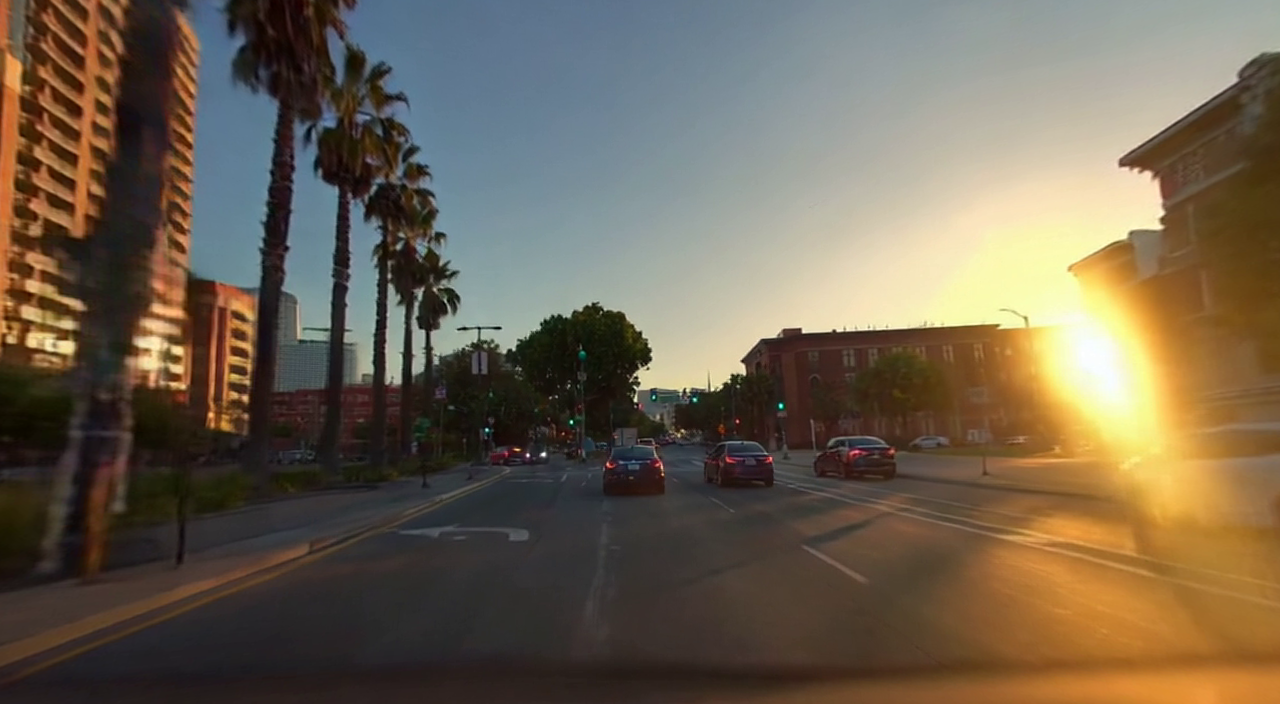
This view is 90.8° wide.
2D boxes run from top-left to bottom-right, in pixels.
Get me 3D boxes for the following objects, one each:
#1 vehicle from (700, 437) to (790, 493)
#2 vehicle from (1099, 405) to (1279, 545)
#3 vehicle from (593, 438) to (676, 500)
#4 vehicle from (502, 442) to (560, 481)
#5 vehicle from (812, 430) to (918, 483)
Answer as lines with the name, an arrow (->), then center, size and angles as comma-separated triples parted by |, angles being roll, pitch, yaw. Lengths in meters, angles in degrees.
vehicle -> 3.047, 3.354, 19.117 | 1.909, 1.500, 3.524 | 0, -8, -3
vehicle -> 8.865, 1.613, 8.476 | 1.946, 1.715, 4.365 | 0, -8, -3
vehicle -> -0.197, 3.157, 17.417 | 2.048, 1.503, 3.681 | 0, -8, -2
vehicle -> -4.665, 4.743, 27.683 | 1.977, 1.501, 4.435 | 0, -8, -3
vehicle -> 7.884, 3.717, 22.693 | 2.000, 1.685, 4.487 | 0, -8, -2
